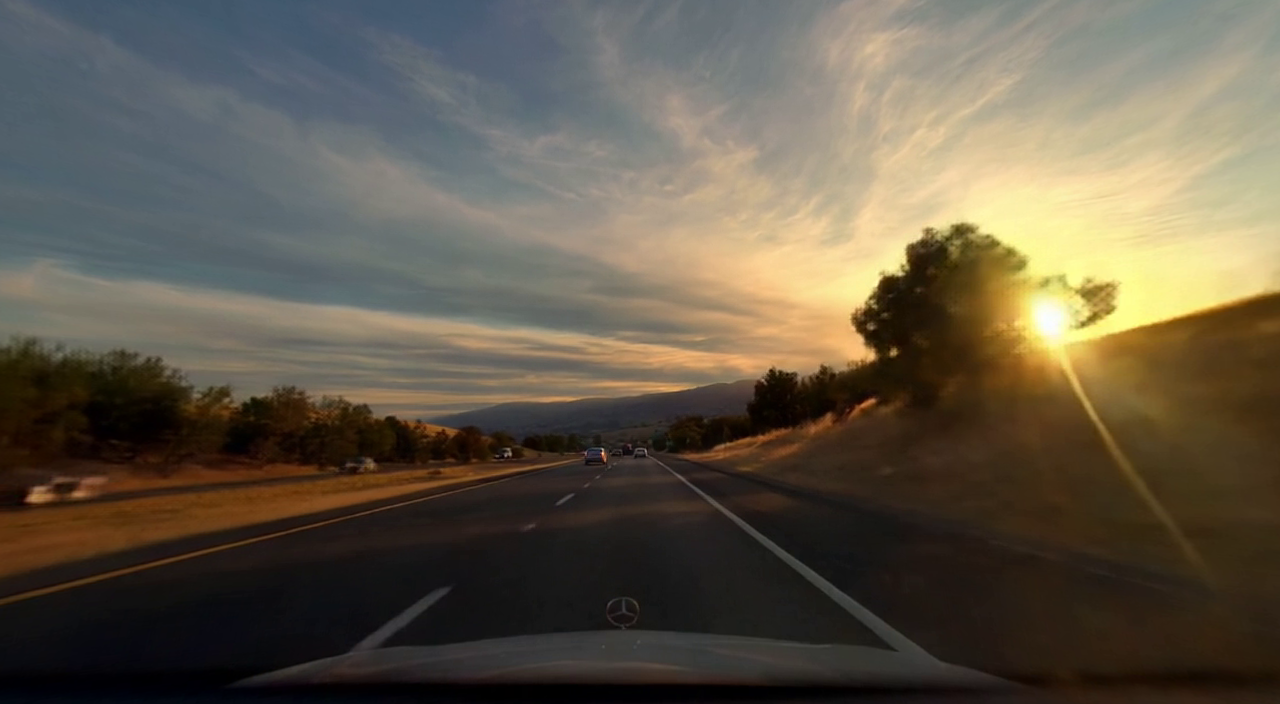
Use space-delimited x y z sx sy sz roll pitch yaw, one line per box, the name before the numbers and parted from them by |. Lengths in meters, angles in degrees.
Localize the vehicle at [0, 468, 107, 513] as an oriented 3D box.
vehicle | -32.627 7.389 34.131 2.239 1.986 5.886 0 -9 0
